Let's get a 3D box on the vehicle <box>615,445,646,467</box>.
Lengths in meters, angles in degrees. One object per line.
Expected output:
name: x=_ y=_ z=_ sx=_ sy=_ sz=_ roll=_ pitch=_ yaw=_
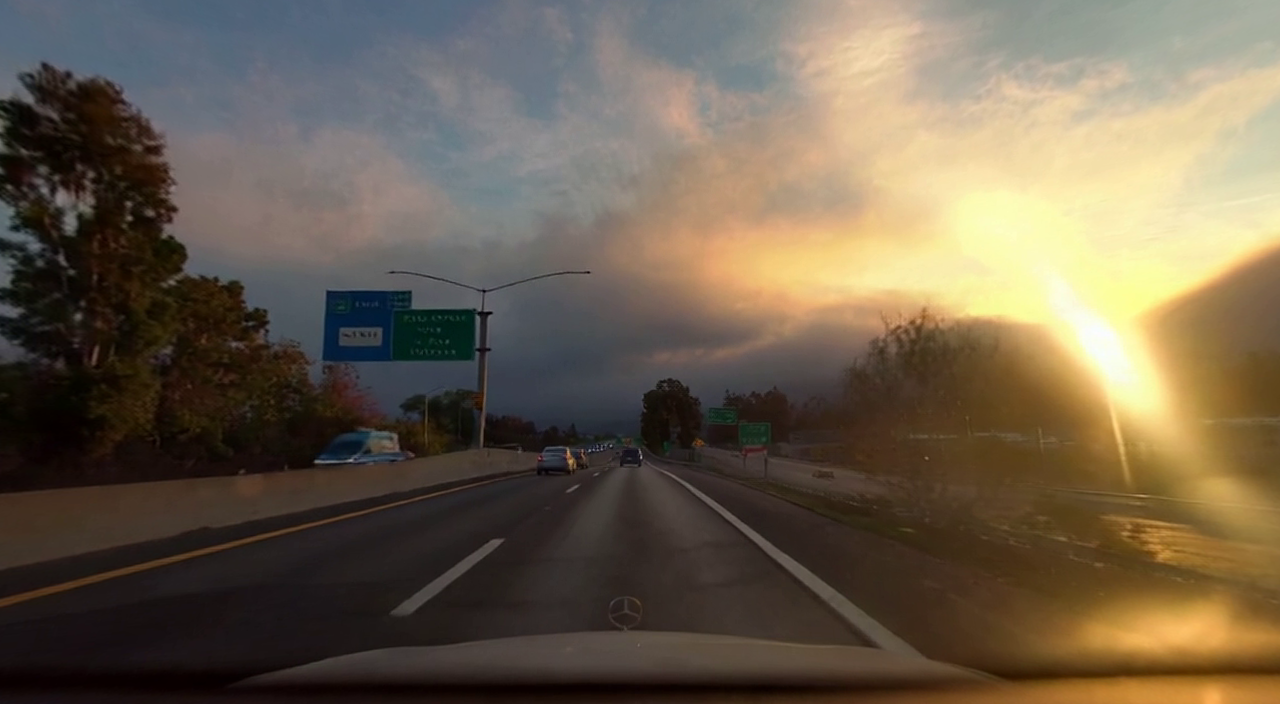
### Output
vehicle: x=-0.688 y=7.496 z=45.530 sx=2.100 sy=1.471 sz=3.956 roll=0 pitch=-8 yaw=-1

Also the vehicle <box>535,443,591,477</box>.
vehicle: x=-3.665 y=5.231 z=30.895 sx=2.067 sy=1.509 sz=4.551 roll=0 pitch=-8 yaw=1

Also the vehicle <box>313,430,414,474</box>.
vehicle: x=-13.510 y=4.911 z=31.328 sx=2.420 sy=1.961 sz=5.675 roll=0 pitch=-8 yaw=0
